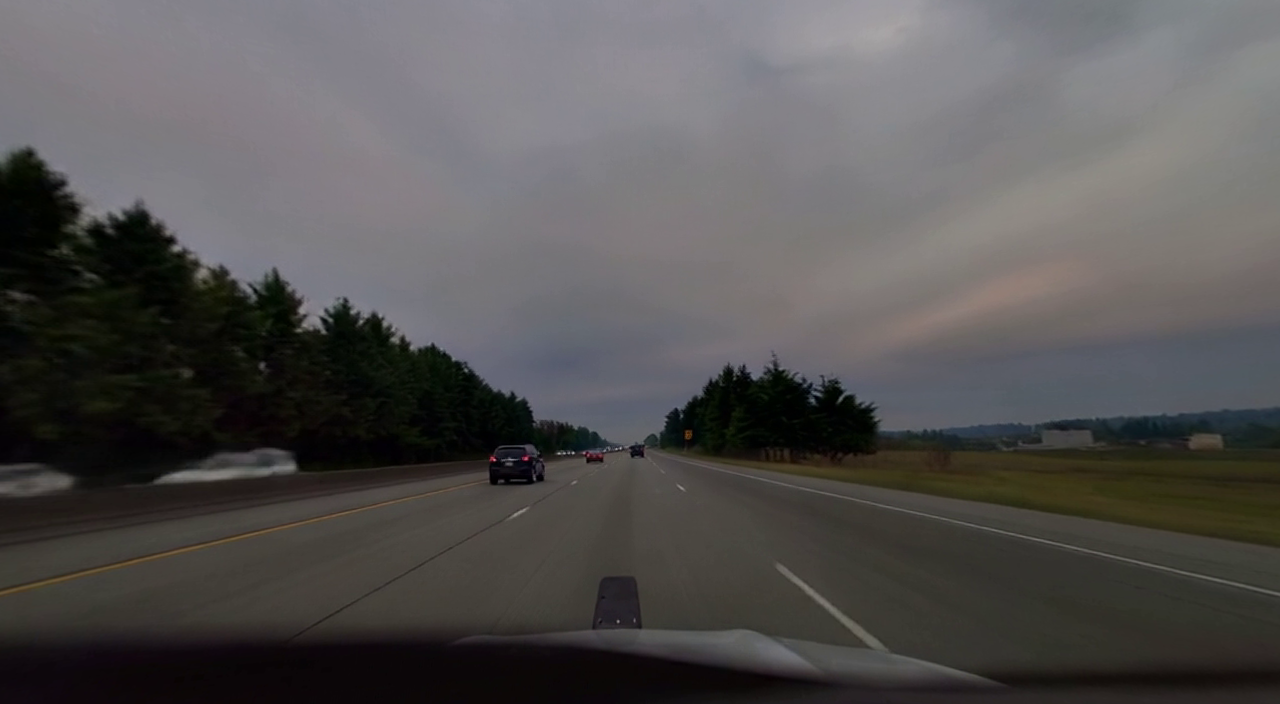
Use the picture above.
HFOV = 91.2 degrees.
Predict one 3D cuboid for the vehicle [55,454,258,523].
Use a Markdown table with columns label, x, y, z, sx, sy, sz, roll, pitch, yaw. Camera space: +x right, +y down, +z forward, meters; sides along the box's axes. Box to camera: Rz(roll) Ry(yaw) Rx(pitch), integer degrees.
| label | x | y | z | sx | sy | sz | roll | pitch | yaw |
| --- | --- | --- | --- | --- | --- | --- | --- | --- | --- |
| vehicle | -12.622 | 3.538 | 16.828 | 1.974 | 1.526 | 4.335 | 0 | -9 | 0 |

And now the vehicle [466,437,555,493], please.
| label | x | y | z | sx | sy | sz | roll | pitch | yaw |
| --- | --- | --- | --- | --- | --- | --- | --- | --- | --- |
| vehicle | -4.291 | 3.821 | 21.561 | 2.151 | 1.693 | 4.201 | 0 | -9 | 0 |
